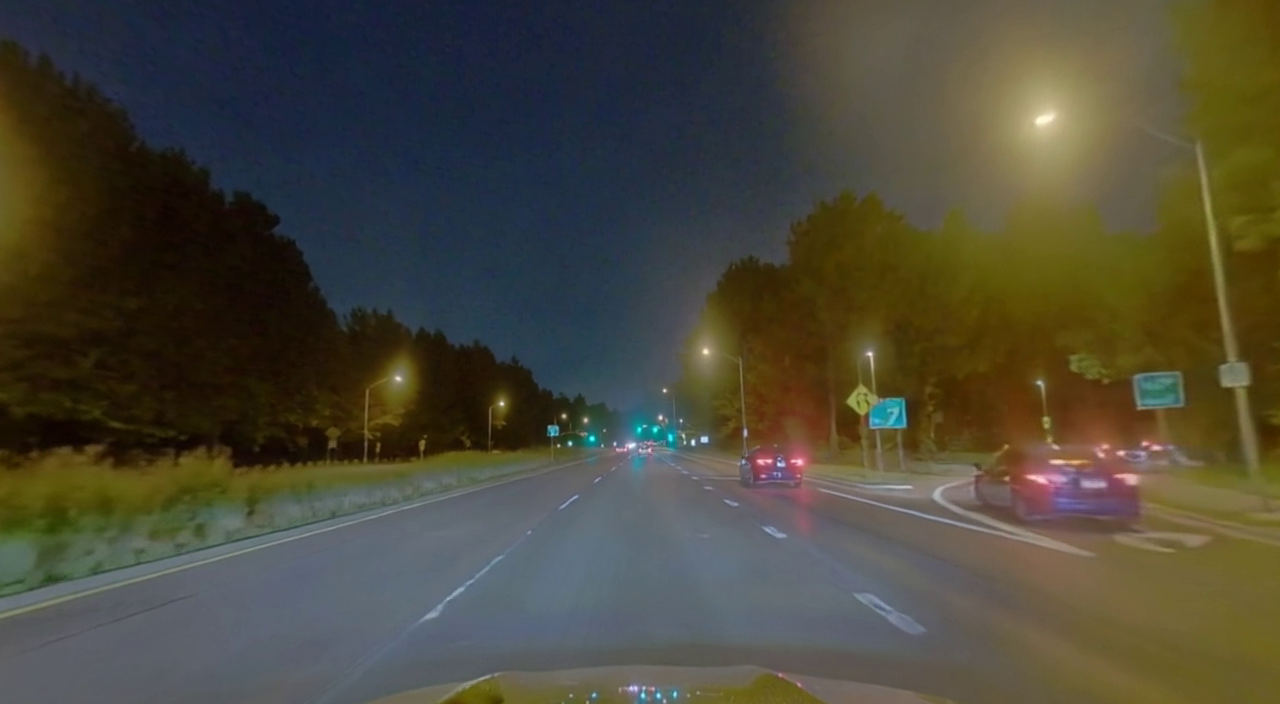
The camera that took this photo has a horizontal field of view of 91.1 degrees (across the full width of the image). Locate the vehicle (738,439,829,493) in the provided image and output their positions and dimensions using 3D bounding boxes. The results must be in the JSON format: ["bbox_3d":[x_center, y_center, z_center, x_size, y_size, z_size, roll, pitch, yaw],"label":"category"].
[{"bbox_3d":[4.484,3.626,20.357,1.913,1.516,4.322,0,-9,0],"label":"vehicle"}]

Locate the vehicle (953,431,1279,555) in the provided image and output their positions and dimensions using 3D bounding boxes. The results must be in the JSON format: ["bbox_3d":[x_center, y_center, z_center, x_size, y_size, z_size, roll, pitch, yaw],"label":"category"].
[{"bbox_3d":[7.664,2.277,11.041,2.063,1.625,5.102,-1,-9,5],"label":"vehicle"}]
